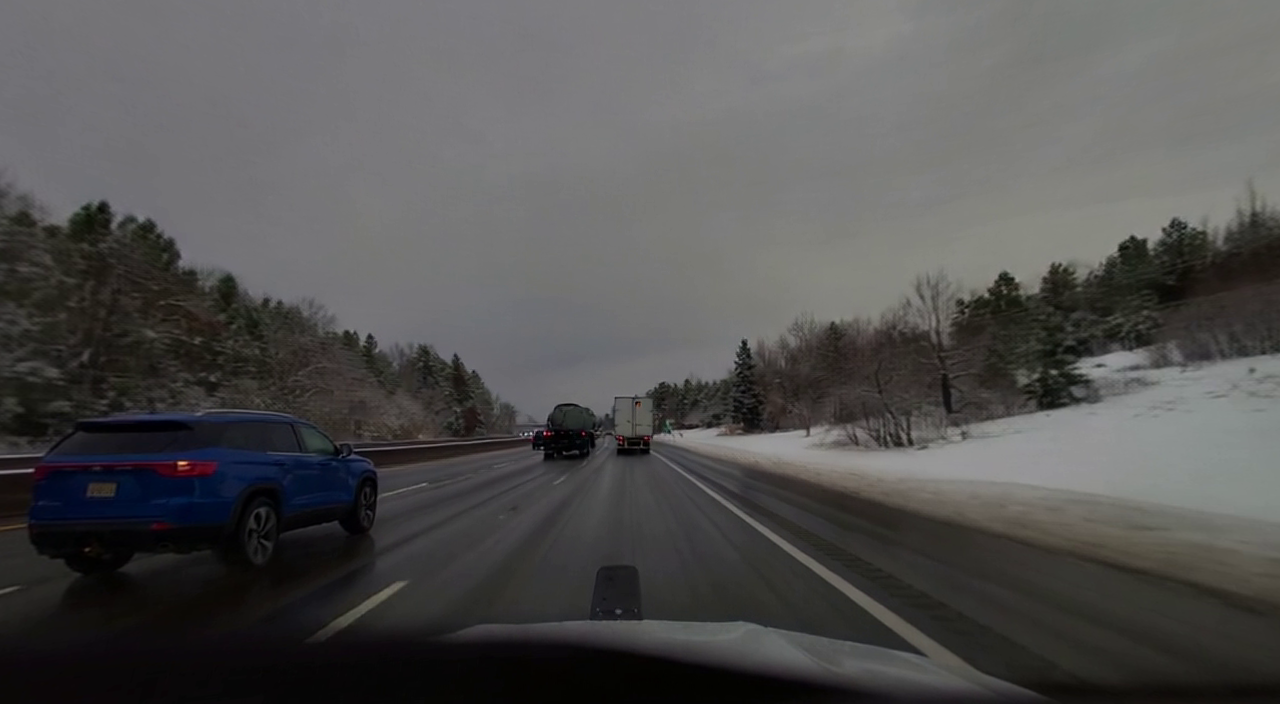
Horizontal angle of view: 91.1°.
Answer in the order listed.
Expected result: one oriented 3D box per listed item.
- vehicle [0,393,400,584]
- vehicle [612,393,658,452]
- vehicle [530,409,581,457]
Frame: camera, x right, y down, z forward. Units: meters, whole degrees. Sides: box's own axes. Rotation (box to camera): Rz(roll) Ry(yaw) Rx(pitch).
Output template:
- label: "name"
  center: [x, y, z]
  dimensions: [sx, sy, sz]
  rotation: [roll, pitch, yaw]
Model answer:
- label: "vehicle"
  center: [-4.933, 1.505, 7.849]
  dimensions: [2.089, 1.669, 4.515]
  rotation: [0, -8, 0]
- label: "vehicle"
  center: [-0.440, 5.369, 47.026]
  dimensions: [3.078, 3.955, 8.774]
  rotation: [0, -8, -2]
- label: "vehicle"
  center: [-5.065, 5.017, 38.727]
  dimensions: [2.383, 2.726, 5.677]
  rotation: [0, -8, -1]
